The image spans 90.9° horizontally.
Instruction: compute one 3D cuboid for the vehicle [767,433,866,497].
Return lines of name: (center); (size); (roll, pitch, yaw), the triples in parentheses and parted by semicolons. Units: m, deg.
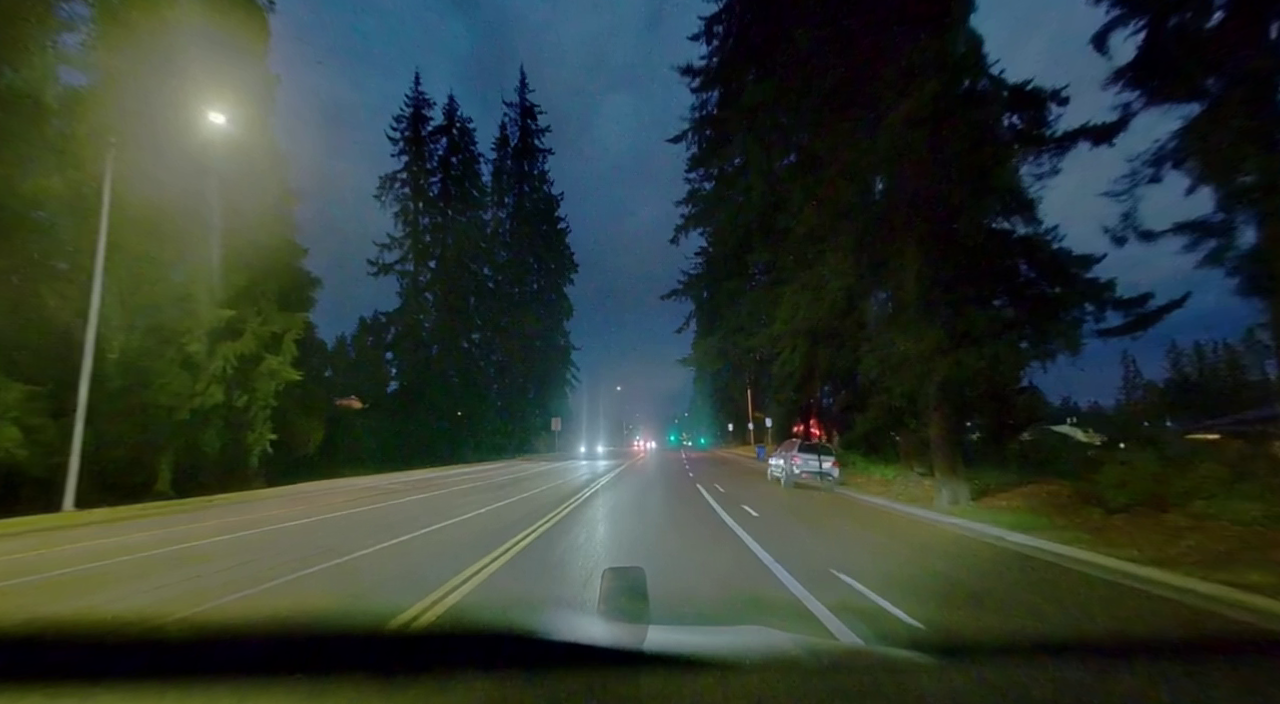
vehicle: (5.497, 3.555, 20.180); (2.068, 1.688, 4.442); (3, -9, 3)
